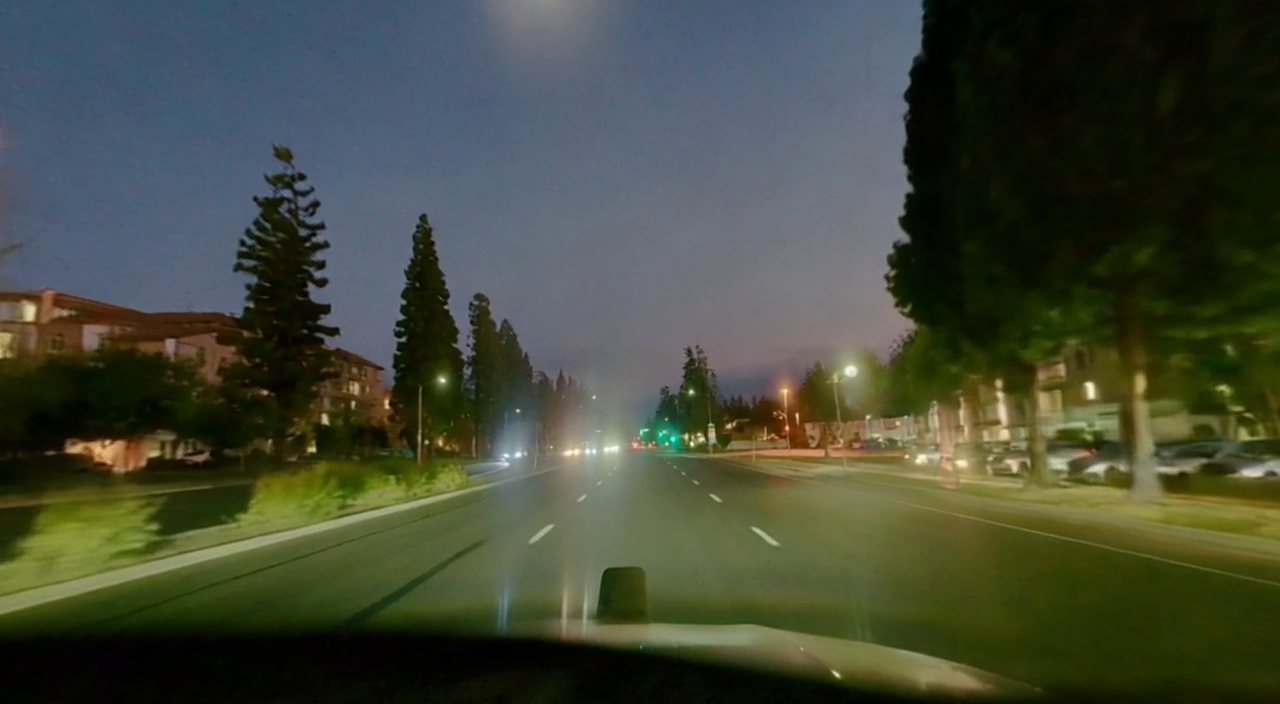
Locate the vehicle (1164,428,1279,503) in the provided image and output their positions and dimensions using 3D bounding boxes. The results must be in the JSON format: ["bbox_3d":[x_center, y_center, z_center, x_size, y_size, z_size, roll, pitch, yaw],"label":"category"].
[{"bbox_3d":[15.377,2.635,14.791,4.350,1.631,1.954,0,-8,0],"label":"vehicle"}]
